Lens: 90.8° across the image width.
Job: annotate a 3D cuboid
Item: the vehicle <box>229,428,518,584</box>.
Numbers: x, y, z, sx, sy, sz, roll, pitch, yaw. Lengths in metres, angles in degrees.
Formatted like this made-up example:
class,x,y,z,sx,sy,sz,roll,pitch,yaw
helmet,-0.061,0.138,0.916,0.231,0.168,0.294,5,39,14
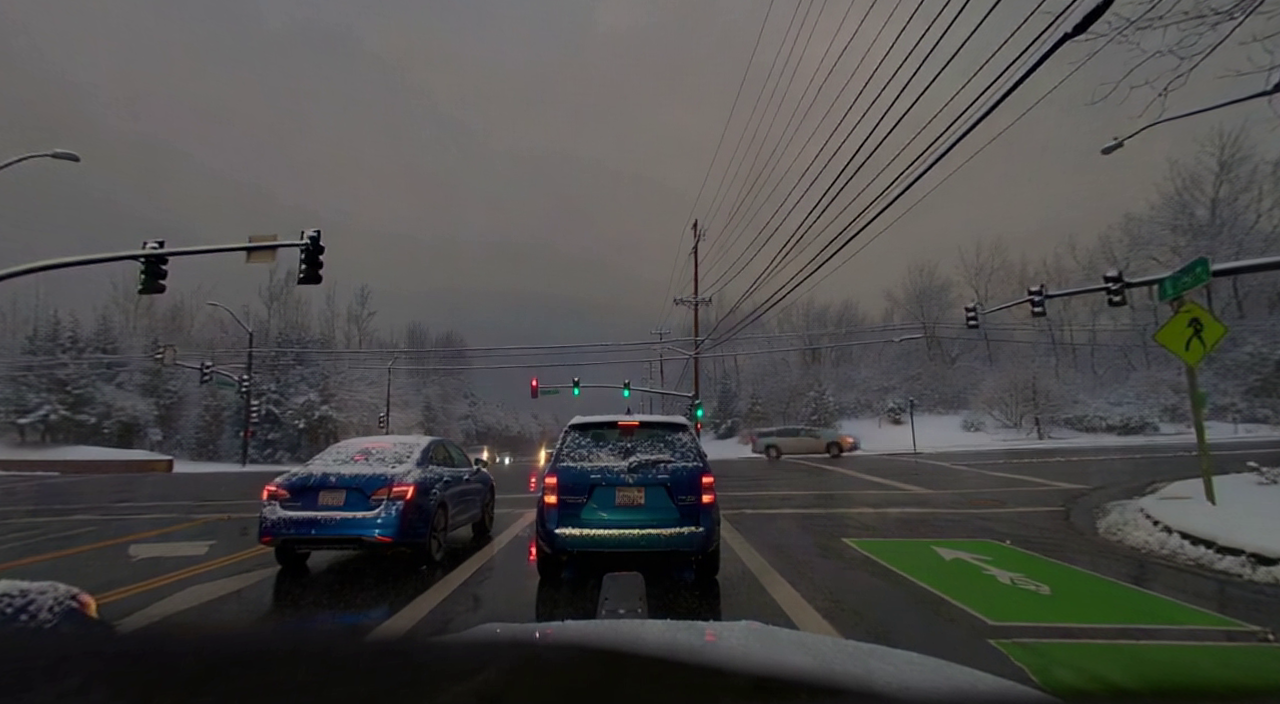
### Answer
class,x,y,z,sx,sy,sz,roll,pitch,yaw
vehicle,-2.933,1.762,7.995,1.969,1.486,3.702,0,-8,1

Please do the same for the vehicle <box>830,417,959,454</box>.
class,x,y,z,sx,sy,sz,roll,pitch,yaw
vehicle,13.874,4.601,34.829,6.143,1.944,2.229,-1,-8,5

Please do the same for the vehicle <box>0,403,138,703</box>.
class,x,y,z,sx,sy,sz,roll,pitch,yaw
vehicle,-3.353,0.660,0.443,1.928,1.488,4.936,0,-8,0

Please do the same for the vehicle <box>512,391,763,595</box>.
class,x,y,z,sx,sy,sz,roll,pitch,yaw
vehicle,-0.052,1.524,7.614,2.182,1.773,4.041,0,-8,-1

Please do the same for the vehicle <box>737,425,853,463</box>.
class,x,y,z,sx,sy,sz,roll,pitch,yaw
vehicle,7.380,4.387,30.123,4.977,1.648,2.088,-4,-9,25
